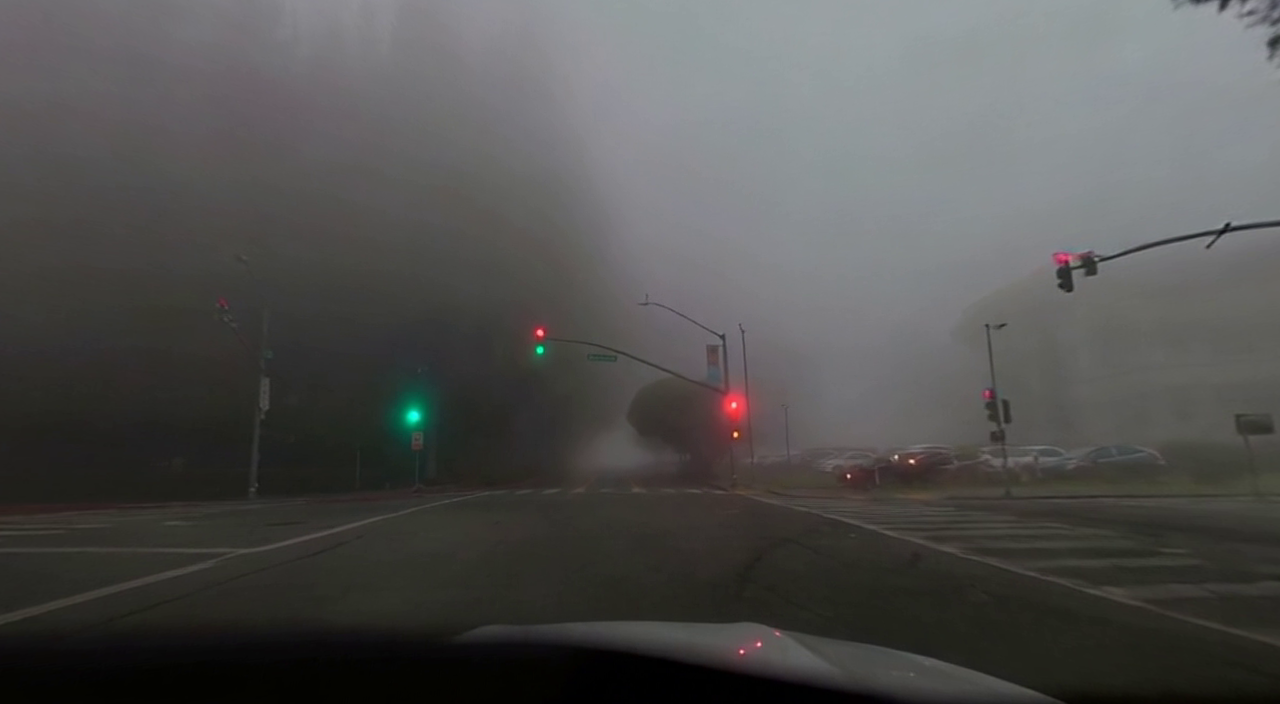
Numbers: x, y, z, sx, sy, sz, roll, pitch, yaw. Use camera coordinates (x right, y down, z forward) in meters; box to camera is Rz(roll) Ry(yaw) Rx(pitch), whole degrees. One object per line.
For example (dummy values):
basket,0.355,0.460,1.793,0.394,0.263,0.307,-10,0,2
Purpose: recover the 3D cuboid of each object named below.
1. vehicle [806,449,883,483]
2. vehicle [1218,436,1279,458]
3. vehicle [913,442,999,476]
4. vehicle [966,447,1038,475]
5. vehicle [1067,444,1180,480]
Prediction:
vehicle,10.083,5.555,30.745,1.955,1.508,4.295,-8,-12,41
vehicle,42.301,6.603,43.331,1.472,1.397,3.253,-1,-9,1
vehicle,15.809,5.293,31.317,4.522,1.546,1.941,6,-11,-37
vehicle,20.609,6.186,35.867,1.923,1.463,3.758,0,-8,2
vehicle,20.023,4.552,26.151,1.851,1.388,3.475,0,-9,0
